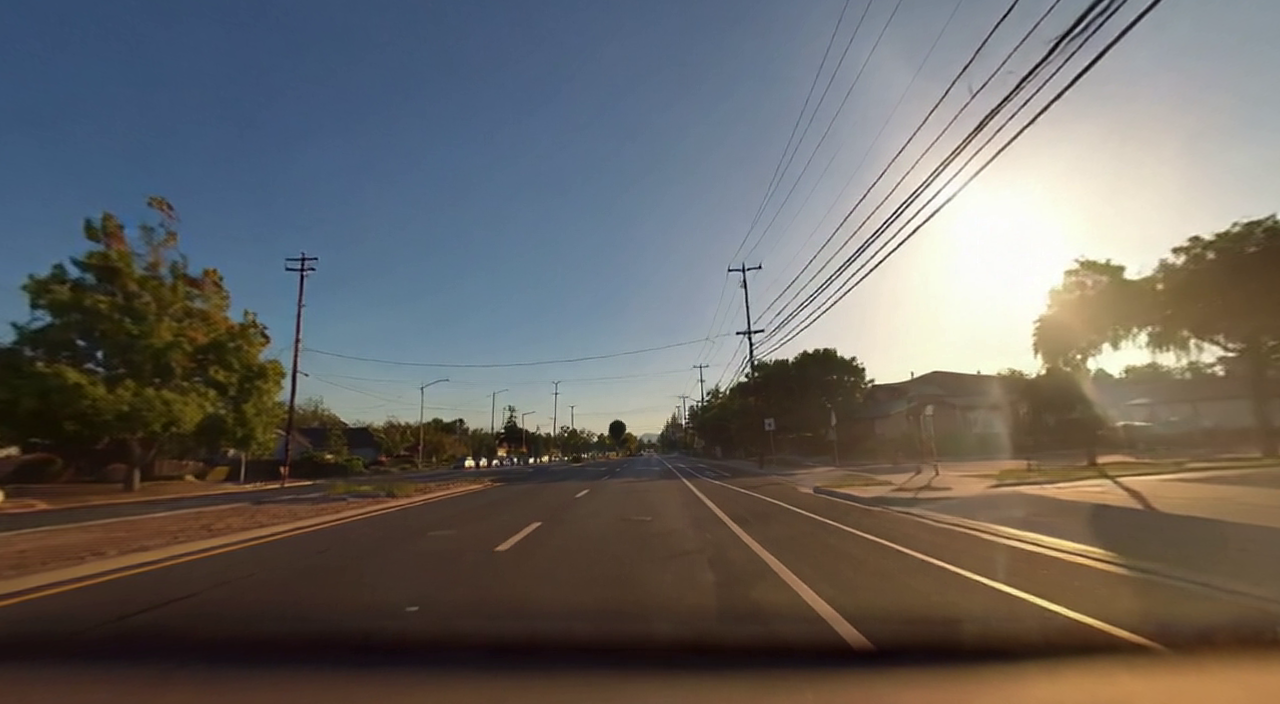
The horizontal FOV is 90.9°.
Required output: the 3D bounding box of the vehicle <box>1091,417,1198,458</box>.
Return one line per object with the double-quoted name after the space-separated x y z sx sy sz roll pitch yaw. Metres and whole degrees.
26.666 4.580 33.565 2.009 2.044 4.571 0 -9 3 "vehicle"
